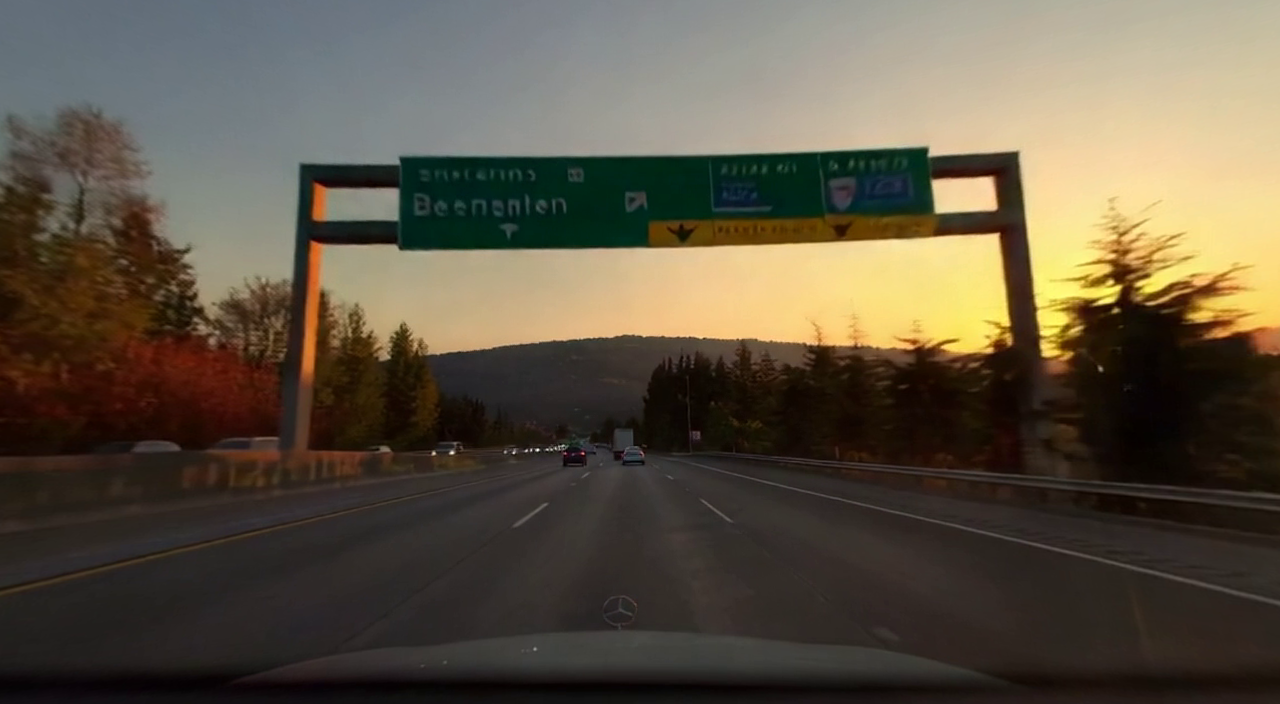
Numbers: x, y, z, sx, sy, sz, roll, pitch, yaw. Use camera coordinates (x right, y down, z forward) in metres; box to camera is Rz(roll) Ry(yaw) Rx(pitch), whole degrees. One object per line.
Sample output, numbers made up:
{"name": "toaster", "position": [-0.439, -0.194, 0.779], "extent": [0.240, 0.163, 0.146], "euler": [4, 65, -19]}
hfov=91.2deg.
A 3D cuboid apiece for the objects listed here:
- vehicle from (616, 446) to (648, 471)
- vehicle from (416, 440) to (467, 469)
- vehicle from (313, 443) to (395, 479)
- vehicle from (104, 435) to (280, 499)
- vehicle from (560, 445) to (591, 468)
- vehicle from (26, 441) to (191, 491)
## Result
{"name": "vehicle", "position": [-0.584, 7.156, 42.220], "extent": [2.084, 1.582, 3.882], "euler": [0, -9, -2]}
{"name": "vehicle", "position": [-13.801, 7.147, 43.822], "extent": [2.025, 1.825, 4.804], "euler": [0, -9, -1]}
{"name": "vehicle", "position": [-13.014, 4.977, 28.822], "extent": [1.892, 1.515, 4.045], "euler": [0, -9, -1]}
{"name": "vehicle", "position": [-12.230, 3.150, 17.505], "extent": [1.867, 1.566, 4.012], "euler": [0, -9, 1]}
{"name": "vehicle", "position": [-5.004, 8.155, 48.908], "extent": [2.098, 1.692, 4.038], "euler": [0, -9, -2]}
{"name": "vehicle", "position": [-17.976, 3.863, 21.557], "extent": [1.822, 1.497, 4.474], "euler": [0, -9, -2]}
